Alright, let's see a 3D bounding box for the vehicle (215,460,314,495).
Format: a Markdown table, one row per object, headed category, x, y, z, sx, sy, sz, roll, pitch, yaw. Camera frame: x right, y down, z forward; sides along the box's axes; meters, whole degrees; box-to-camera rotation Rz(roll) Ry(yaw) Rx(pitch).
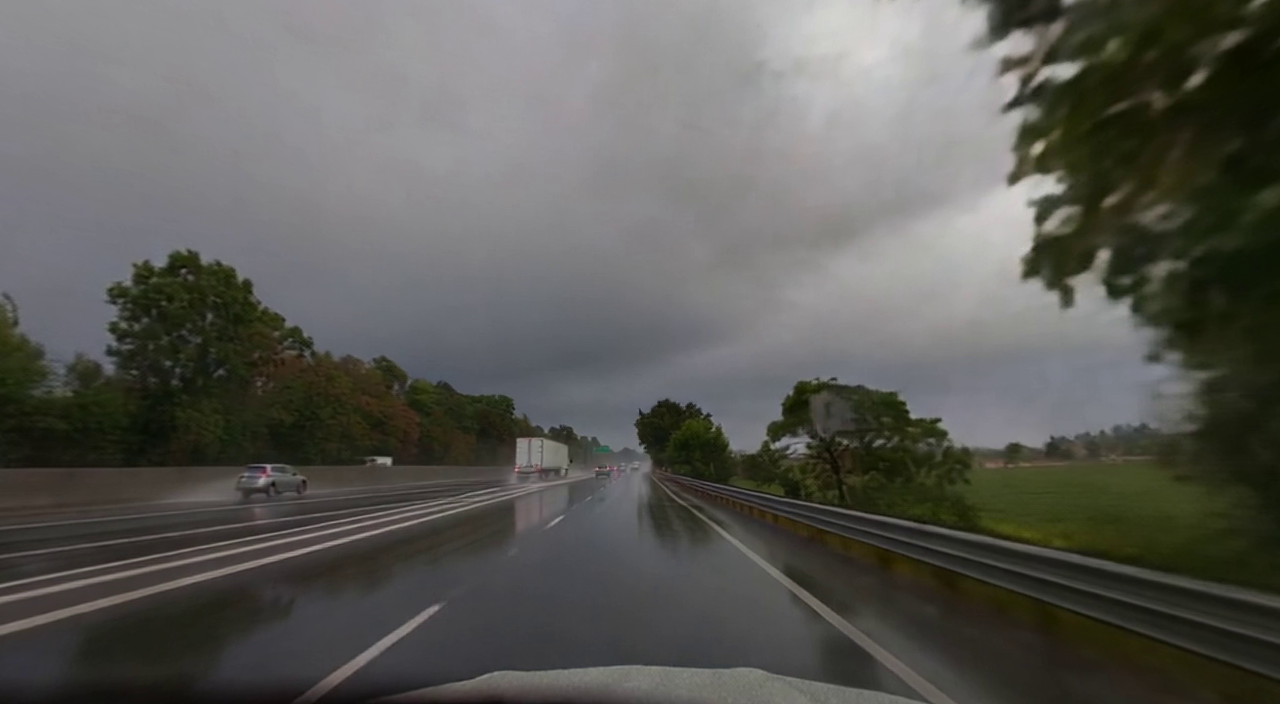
| category | x | y | z | sx | sy | sz | roll | pitch | yaw |
| --- | --- | --- | --- | --- | --- | --- | --- | --- | --- |
| vehicle | -17.067 | 5.712 | 28.915 | 1.745 | 1.430 | 4.252 | 0 | -10 | 3 |
